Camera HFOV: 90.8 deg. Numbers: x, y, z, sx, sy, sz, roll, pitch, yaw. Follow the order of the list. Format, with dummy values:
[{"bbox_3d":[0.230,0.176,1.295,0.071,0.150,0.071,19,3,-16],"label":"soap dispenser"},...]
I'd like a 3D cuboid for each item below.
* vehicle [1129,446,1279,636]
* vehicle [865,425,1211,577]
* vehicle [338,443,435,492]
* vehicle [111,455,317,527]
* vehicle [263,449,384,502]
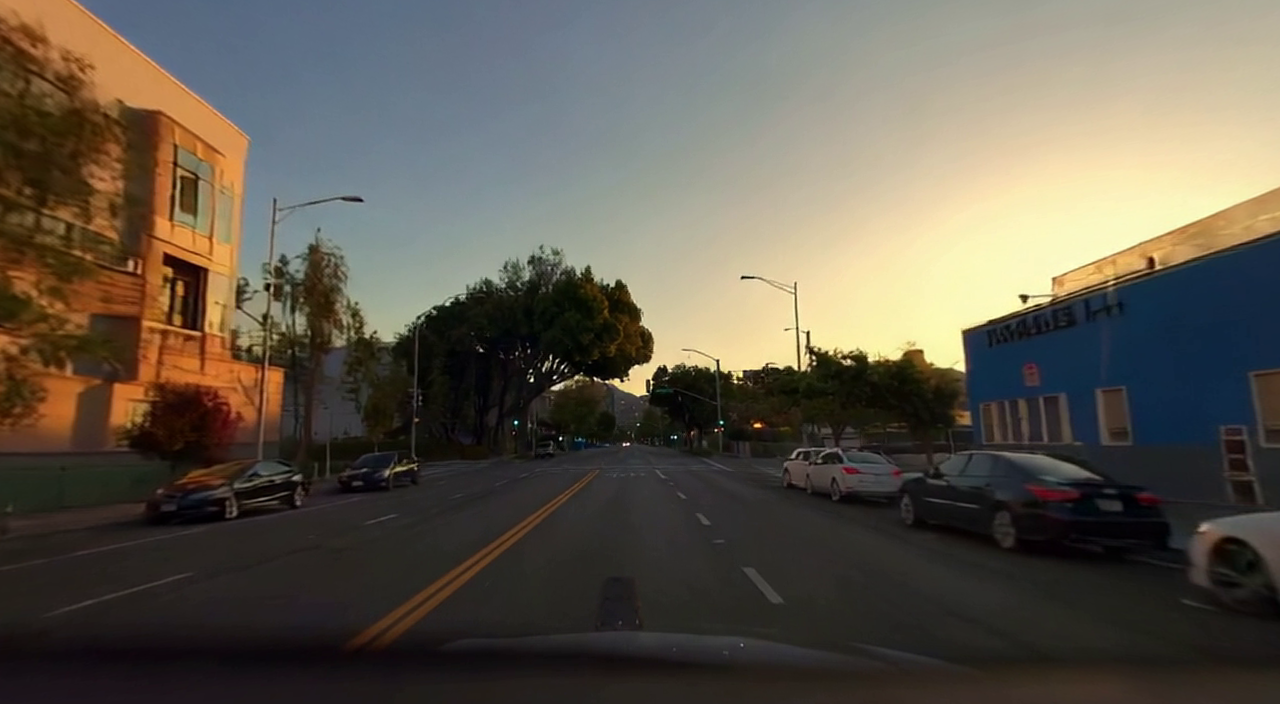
[{"bbox_3d":[6.168,1.374,4.008,2.038,1.482,4.994,0,-8,-2],"label":"vehicle"},{"bbox_3d":[5.758,2.166,10.302,2.227,1.811,5.172,0,-8,-1],"label":"vehicle"},{"bbox_3d":[-10.201,4.646,25.913,1.967,1.749,4.841,0,-8,0],"label":"vehicle"},{"bbox_3d":[-10.173,3.315,15.650,1.953,1.387,4.529,0,-8,0],"label":"vehicle"},{"bbox_3d":[-10.212,3.976,20.806,1.839,1.502,4.185,0,-8,-1],"label":"vehicle"}]
